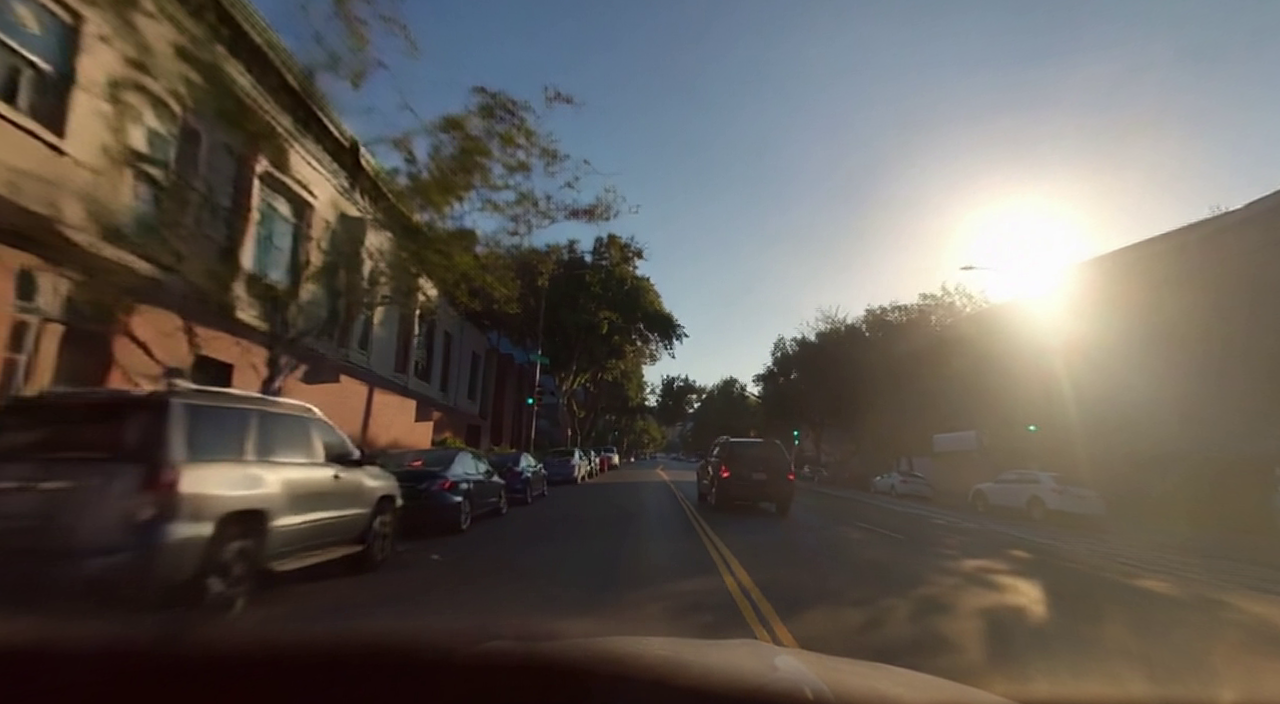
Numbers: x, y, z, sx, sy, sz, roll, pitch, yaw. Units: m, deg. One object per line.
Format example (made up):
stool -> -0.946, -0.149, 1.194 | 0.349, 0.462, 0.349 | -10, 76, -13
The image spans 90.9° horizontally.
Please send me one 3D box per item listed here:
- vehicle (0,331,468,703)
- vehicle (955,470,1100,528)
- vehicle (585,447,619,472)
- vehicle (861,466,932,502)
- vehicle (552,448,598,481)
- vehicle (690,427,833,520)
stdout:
vehicle -> -3.551, 1.199, 5.719 | 2.171, 1.816, 5.274 | -1, -9, 4
vehicle -> 13.567, 5.156, 22.459 | 2.189, 1.753, 4.376 | 3, -11, -3
vehicle -> -2.578, 7.423, 43.806 | 1.933, 1.652, 4.508 | 0, -9, 2
vehicle -> 13.622, 7.018, 33.787 | 1.866, 1.554, 4.393 | 3, -8, -2
vehicle -> -3.125, 5.474, 31.063 | 1.842, 1.497, 4.238 | 0, -9, 0
vehicle -> 2.752, 2.974, 16.074 | 2.411, 1.899, 5.993 | 0, -9, 0
